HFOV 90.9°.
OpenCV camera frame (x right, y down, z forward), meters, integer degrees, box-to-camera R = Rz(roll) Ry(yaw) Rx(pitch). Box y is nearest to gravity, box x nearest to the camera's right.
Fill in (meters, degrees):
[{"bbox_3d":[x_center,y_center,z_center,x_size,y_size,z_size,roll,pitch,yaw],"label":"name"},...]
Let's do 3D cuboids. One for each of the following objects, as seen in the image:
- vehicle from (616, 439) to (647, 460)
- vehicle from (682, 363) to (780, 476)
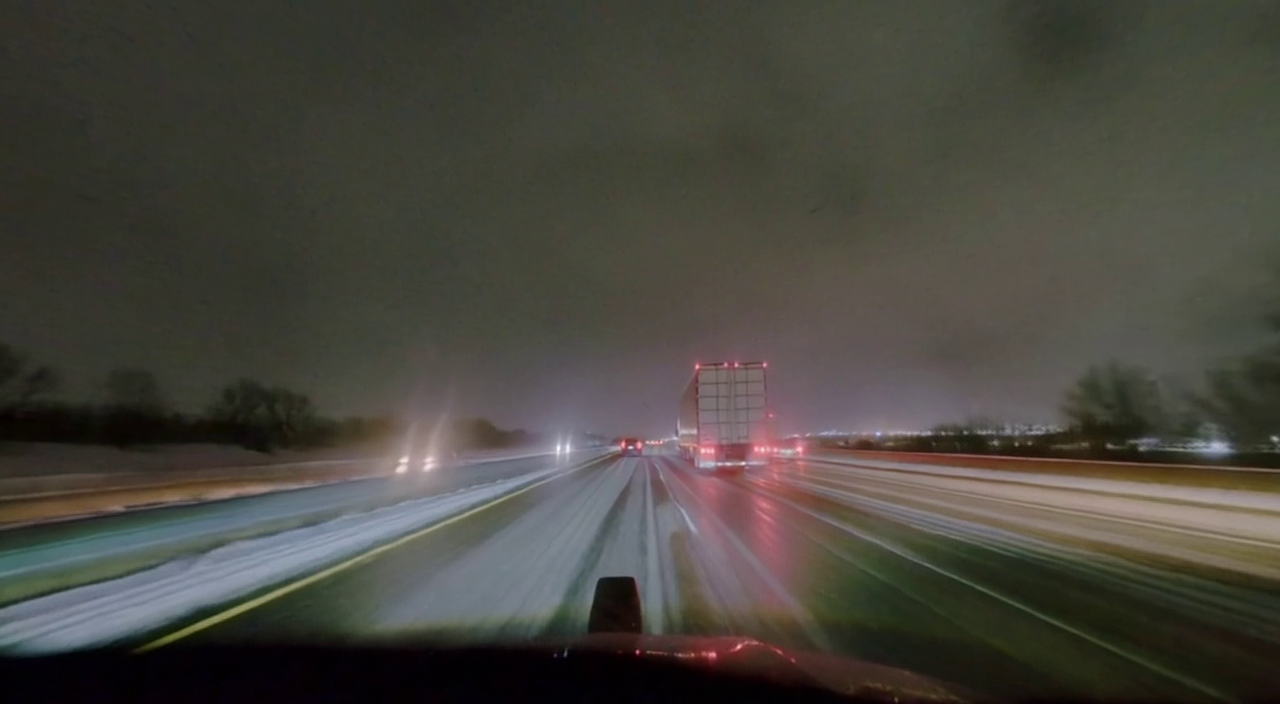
[{"bbox_3d":[-0.613,7.621,49.361,2.208,1.542,5.138,0,-8,2],"label":"vehicle"},{"bbox_3d":[3.724,3.326,29.429,2.966,4.072,13.408,0,-8,2],"label":"vehicle"}]
